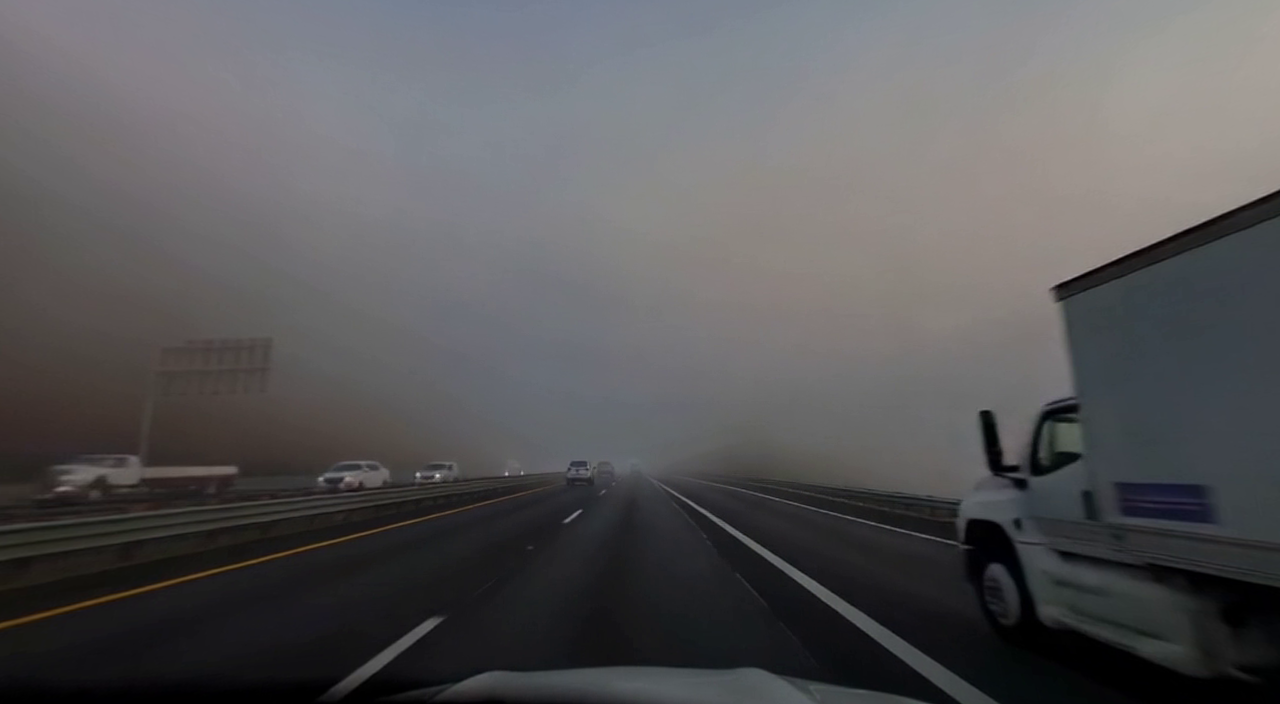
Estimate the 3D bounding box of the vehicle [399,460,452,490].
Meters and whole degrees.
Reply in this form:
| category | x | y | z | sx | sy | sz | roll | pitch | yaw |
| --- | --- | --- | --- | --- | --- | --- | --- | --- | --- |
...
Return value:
| category | x | y | z | sx | sy | sz | roll | pitch | yaw |
| --- | --- | --- | --- | --- | --- | --- | --- | --- | --- |
| vehicle | -12.044 | 6.939 | 35.621 | 1.721 | 1.570 | 3.589 | 1 | -10 | 0 |

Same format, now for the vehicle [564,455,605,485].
| category | x | y | z | sx | sy | sz | roll | pitch | yaw |
| --- | --- | --- | --- | --- | --- | --- | --- | --- | --- |
| vehicle | -3.669 | 7.961 | 42.502 | 2.272 | 1.873 | 4.832 | 1 | -10 | 0 |

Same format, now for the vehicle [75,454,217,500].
| category | x | y | z | sx | sy | sz | roll | pitch | yaw |
| --- | --- | --- | --- | --- | --- | --- | --- | --- | --- |
| vehicle | -19.632 | 4.995 | 25.389 | 1.913 | 1.608 | 4.751 | 1 | -10 | -1 |

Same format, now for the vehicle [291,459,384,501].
| category | x | y | z | sx | sy | sz | roll | pitch | yaw |
| --- | --- | --- | --- | --- | --- | --- | --- | --- | --- |
| vehicle | -12.289 | 5.209 | 25.873 | 1.879 | 1.544 | 3.833 | 1 | -10 | 0 |

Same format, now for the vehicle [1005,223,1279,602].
| category | x | y | z | sx | sy | sz | roll | pitch | yaw |
| --- | --- | --- | --- | --- | --- | --- | --- | --- | --- |
| vehicle | 7.645 | 0.536 | 5.721 | 3.093 | 3.546 | 9.162 | 1 | -11 | 0 |
